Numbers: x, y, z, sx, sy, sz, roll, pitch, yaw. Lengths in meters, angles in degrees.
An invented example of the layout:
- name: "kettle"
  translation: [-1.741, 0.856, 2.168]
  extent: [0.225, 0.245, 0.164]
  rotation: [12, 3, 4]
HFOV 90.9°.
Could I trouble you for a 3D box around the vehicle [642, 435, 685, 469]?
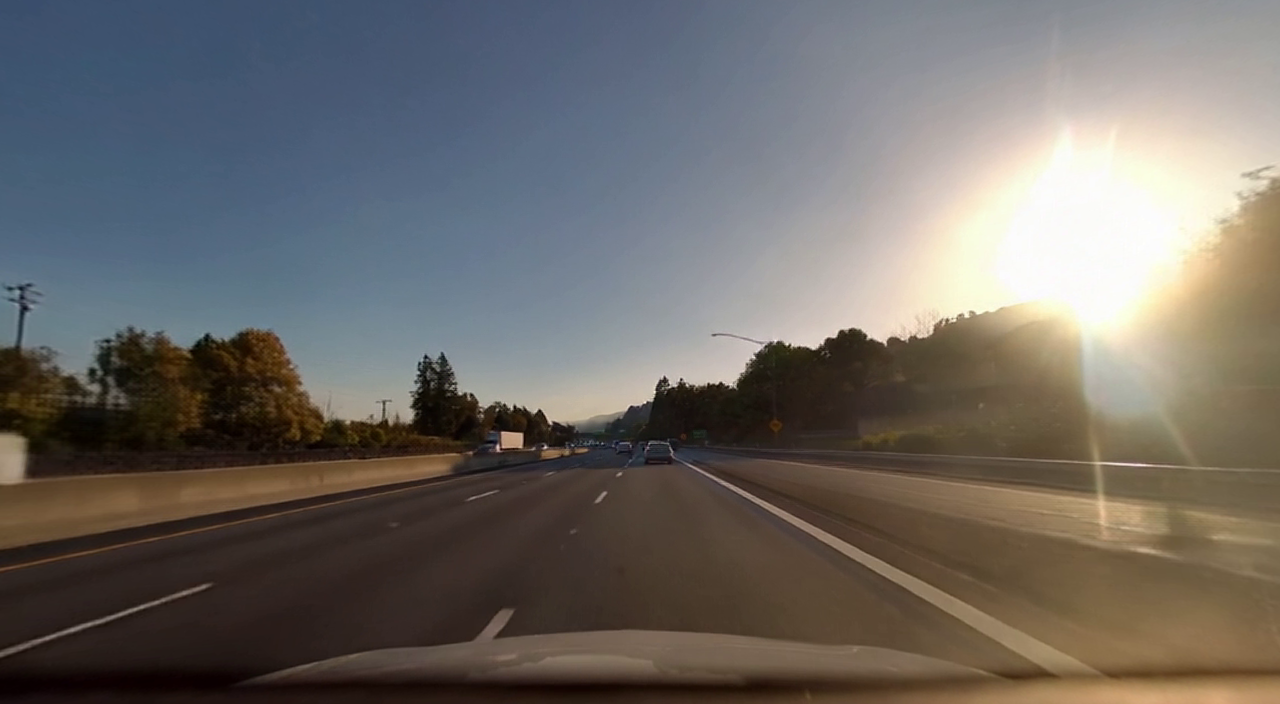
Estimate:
- name: "vehicle"
  translation: [1.257, 5.579, 35.452]
  extent: [2.260, 1.766, 4.348]
  rotation: [0, -8, 0]
